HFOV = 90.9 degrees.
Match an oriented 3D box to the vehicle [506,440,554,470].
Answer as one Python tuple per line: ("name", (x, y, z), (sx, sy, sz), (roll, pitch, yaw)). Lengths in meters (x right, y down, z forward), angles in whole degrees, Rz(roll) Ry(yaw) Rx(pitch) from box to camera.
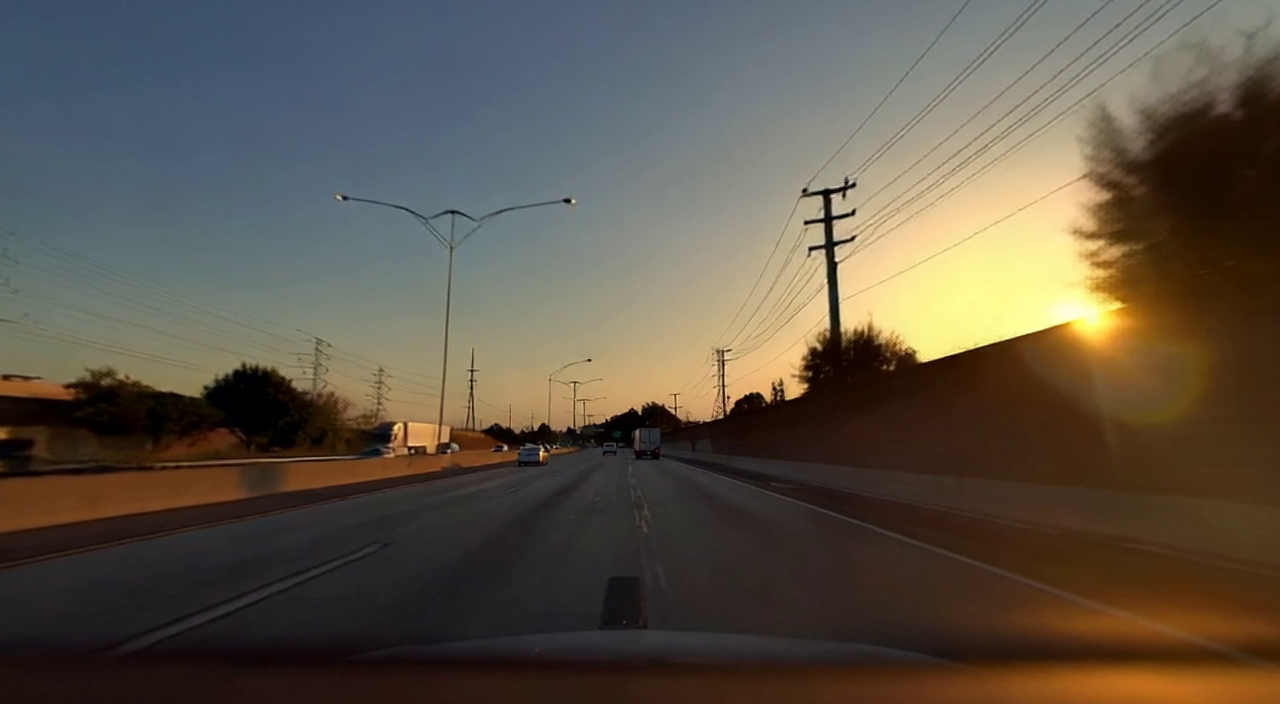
("vehicle", (-6.408, 6.021, 37.103), (2.064, 1.642, 4.389), (0, -8, 0))

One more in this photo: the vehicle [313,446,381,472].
("vehicle", (-17.803, 6.485, 38.528), (2.068, 1.466, 4.469), (0, -8, -1))
